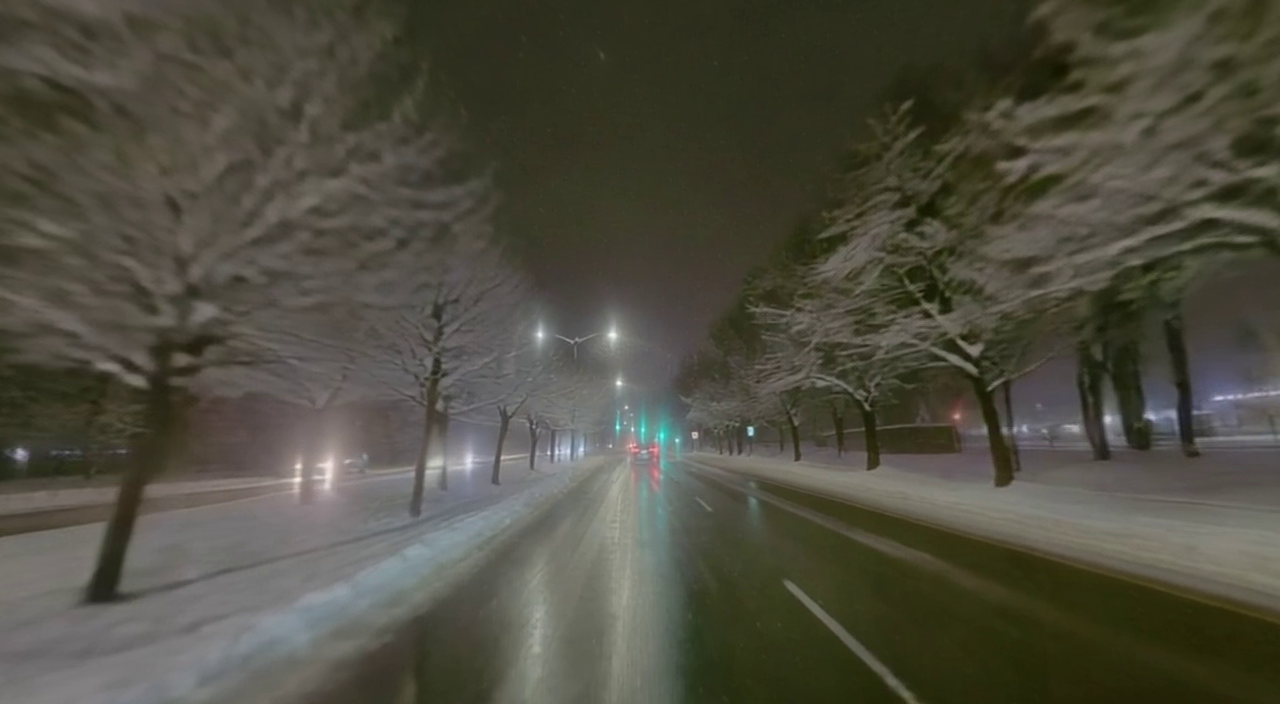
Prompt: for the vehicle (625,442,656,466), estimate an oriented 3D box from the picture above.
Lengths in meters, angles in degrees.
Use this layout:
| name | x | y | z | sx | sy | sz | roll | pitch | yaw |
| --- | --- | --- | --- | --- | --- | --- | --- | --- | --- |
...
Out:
| name | x | y | z | sx | sy | sz | roll | pitch | yaw |
| --- | --- | --- | --- | --- | --- | --- | --- | --- | --- |
| vehicle | 0.026 | 6.992 | 43.520 | 2.048 | 1.584 | 4.393 | 0 | -8 | -1 |
